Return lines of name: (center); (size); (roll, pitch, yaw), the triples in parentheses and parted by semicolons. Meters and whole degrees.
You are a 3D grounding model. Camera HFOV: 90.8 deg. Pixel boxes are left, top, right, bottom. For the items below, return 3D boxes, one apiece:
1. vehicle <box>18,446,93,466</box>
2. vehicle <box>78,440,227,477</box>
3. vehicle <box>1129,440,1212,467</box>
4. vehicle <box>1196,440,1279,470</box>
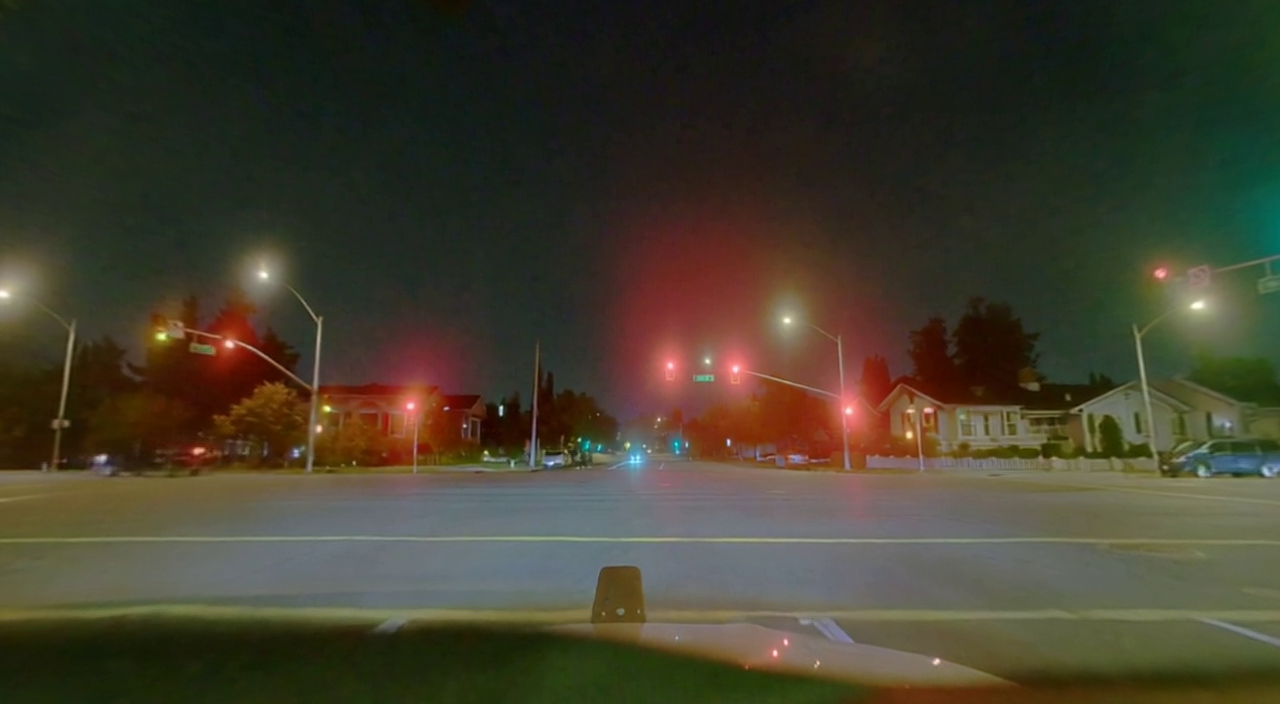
vehicle: (-44.173, 7.876, 47.782); (3.949, 1.422, 1.744); (-1, -8, 2)
vehicle: (-19.911, 4.361, 25.965); (4.560, 1.463, 1.858); (0, -9, 1)
vehicle: (36.888, 7.067, 44.114); (1.853, 1.723, 4.460); (0, -8, 0)
vehicle: (37.684, 6.347, 39.137); (1.915, 1.773, 4.499); (1, -9, -9)
